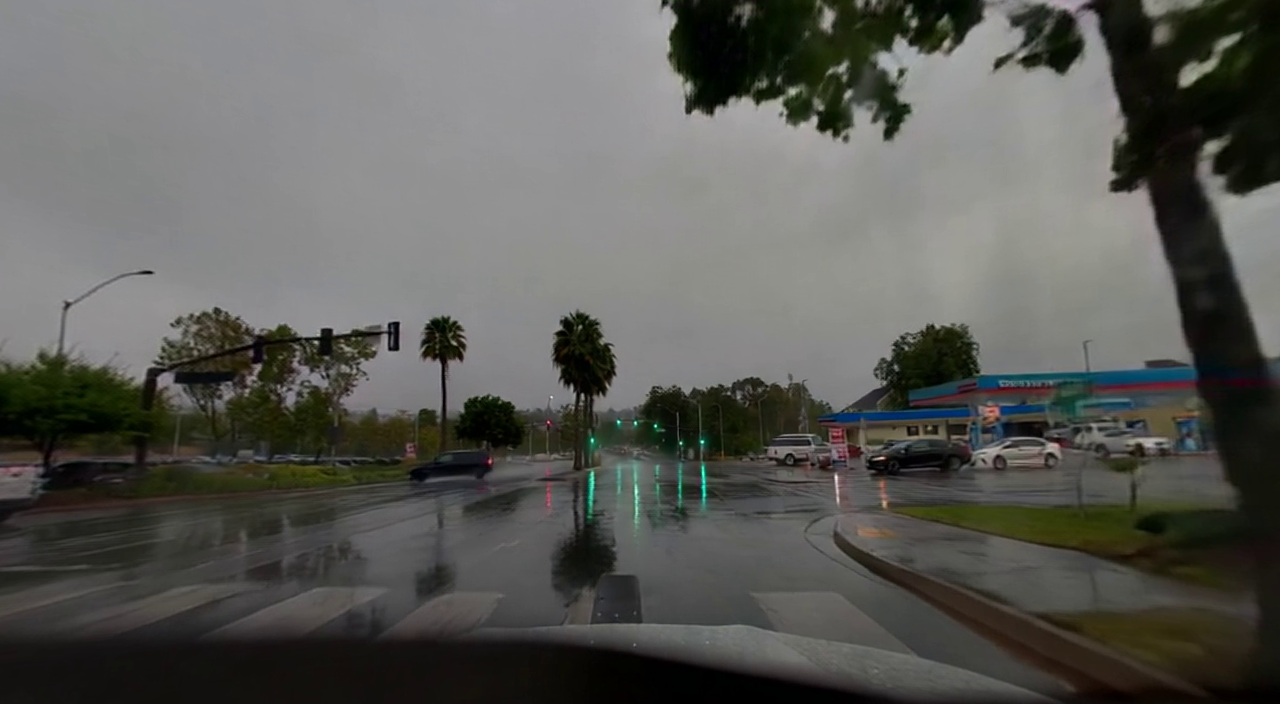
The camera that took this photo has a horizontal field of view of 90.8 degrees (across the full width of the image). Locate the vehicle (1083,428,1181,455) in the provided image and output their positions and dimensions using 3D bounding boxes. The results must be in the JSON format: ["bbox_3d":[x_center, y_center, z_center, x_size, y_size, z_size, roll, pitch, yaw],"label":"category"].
[{"bbox_3d":[30.362,5.537,39.073,4.286,1.519,2.070,-1,-9,-2],"label":"vehicle"}]

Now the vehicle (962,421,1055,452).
[{"bbox_3d":[28.970,6.701,49.852,5.625,2.303,2.592,0,-9,2],"label":"vehicle"}]

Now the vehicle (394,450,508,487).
[{"bbox_3d":[-8.327,5.131,28.286,1.920,1.496,4.763,-5,-10,31],"label":"vehicle"}]

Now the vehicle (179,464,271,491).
[{"bbox_3d":[-25.599,7.755,39.075,4.407,1.565,1.861,0,-9,2],"label":"vehicle"}]

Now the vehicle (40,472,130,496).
[{"bbox_3d":[-37.779,8.989,43.057,4.182,1.452,1.954,0,-9,-1],"label":"vehicle"}]

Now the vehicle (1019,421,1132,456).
[{"bbox_3d":[30.458,6.081,44.301,6.052,2.171,2.511,-2,-8,-5],"label":"vehicle"}]

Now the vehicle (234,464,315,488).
[{"bbox_3d":[-25.806,8.761,44.732,4.448,1.525,1.835,1,-9,-4],"label":"vehicle"}]

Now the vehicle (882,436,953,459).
[{"bbox_3d":[21.641,7.450,49.415,4.578,1.756,2.042,1,-9,-6],"label":"vehicle"}]
